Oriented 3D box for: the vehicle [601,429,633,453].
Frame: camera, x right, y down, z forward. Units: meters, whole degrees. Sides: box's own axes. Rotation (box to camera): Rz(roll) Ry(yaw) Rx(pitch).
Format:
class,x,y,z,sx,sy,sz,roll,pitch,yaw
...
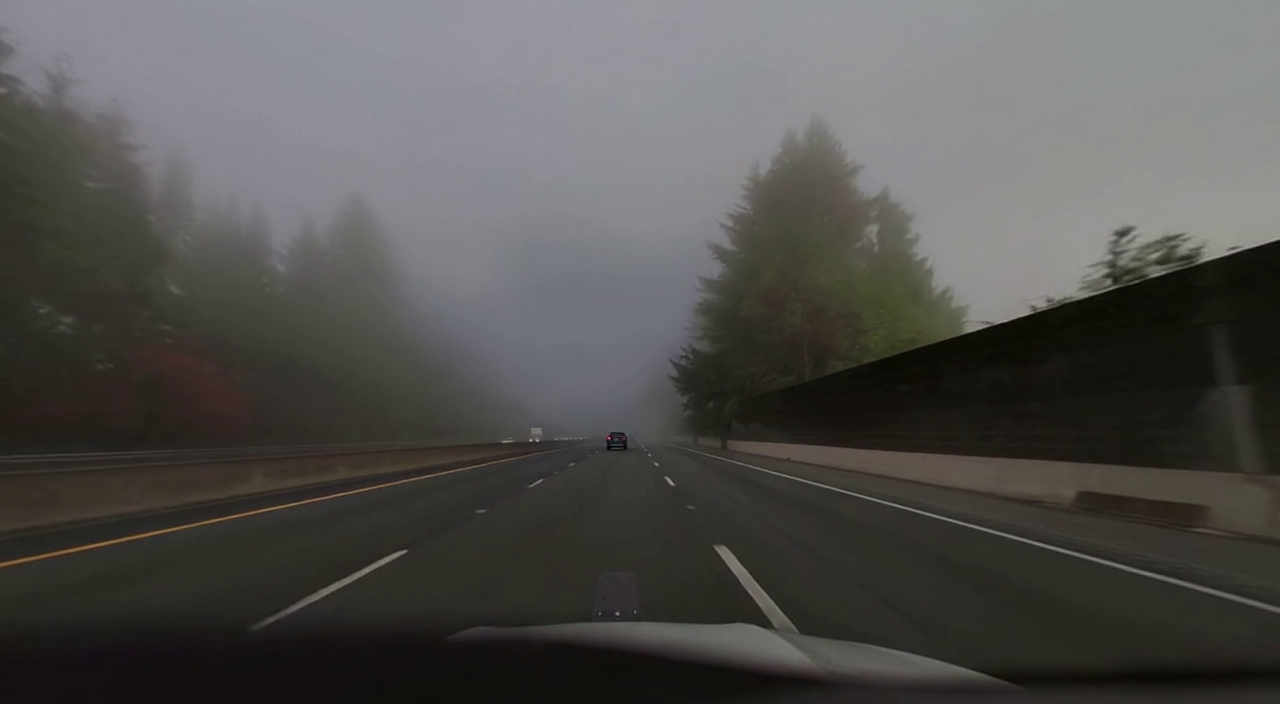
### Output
class,x,y,z,sx,sy,sz,roll,pitch,yaw
vehicle,-1.760,7.000,49.709,2.306,1.730,4.606,0,-8,0
